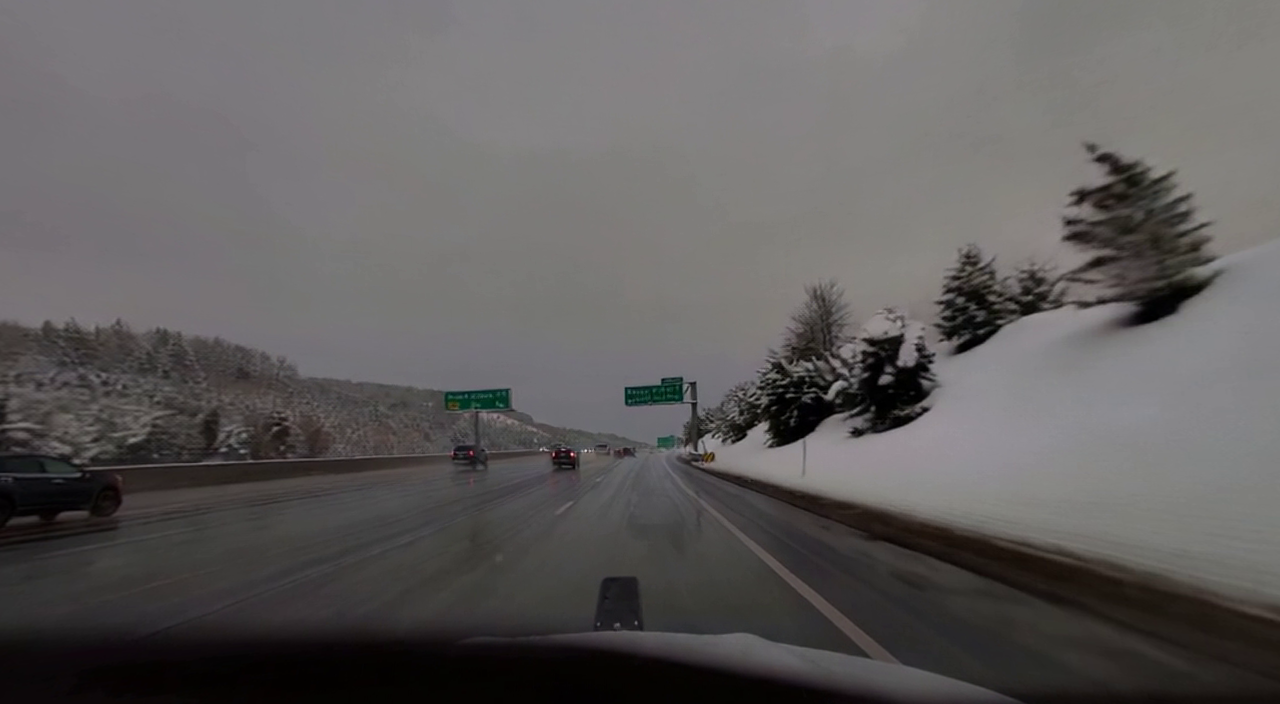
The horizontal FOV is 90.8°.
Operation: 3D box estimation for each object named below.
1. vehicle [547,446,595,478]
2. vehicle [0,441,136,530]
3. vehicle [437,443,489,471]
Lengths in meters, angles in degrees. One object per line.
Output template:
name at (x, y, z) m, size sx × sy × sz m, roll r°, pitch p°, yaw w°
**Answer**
vehicle at (-3.455, 5.616, 32.357) m, size 1.931 × 1.492 × 4.076 m, roll -1°, pitch -9°, yaw 1°
vehicle at (-12.889, 2.599, 12.451) m, size 2.035 × 1.630 × 4.527 m, roll -1°, pitch -9°, yaw 1°
vehicle at (-12.002, 7.197, 43.260) m, size 2.076 × 1.766 × 4.831 m, roll -1°, pitch -9°, yaw 1°
